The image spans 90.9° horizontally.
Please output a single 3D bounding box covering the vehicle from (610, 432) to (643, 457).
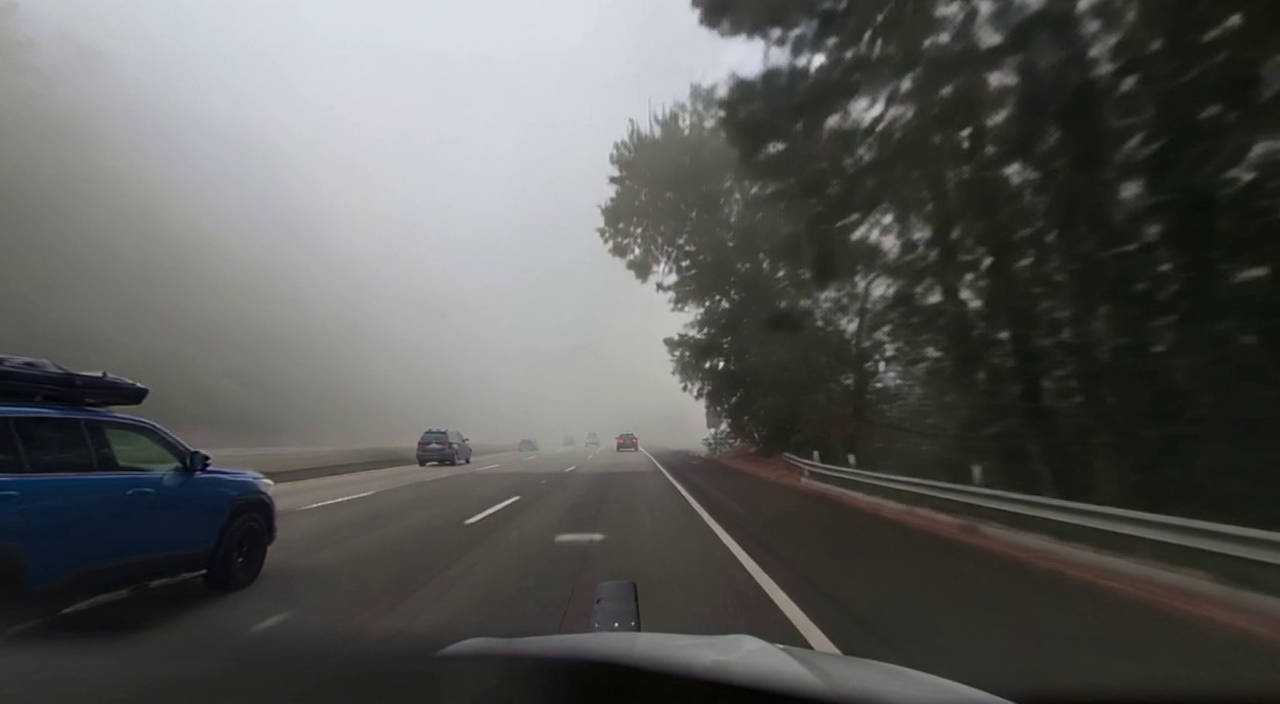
[{"bbox_3d":[-0.921,6.405,43.763,2.178,1.658,3.916,0,-7,-1],"label":"vehicle"}]

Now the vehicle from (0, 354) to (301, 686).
[{"bbox_3d":[-4.442,0.977,3.980,2.069,1.748,4.652,0,-8,-1],"label":"vehicle"}]

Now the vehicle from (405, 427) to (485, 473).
[{"bbox_3d":[-8.042,4.062,26.420,1.964,1.745,4.338,0,-7,0],"label":"vehicle"}]
